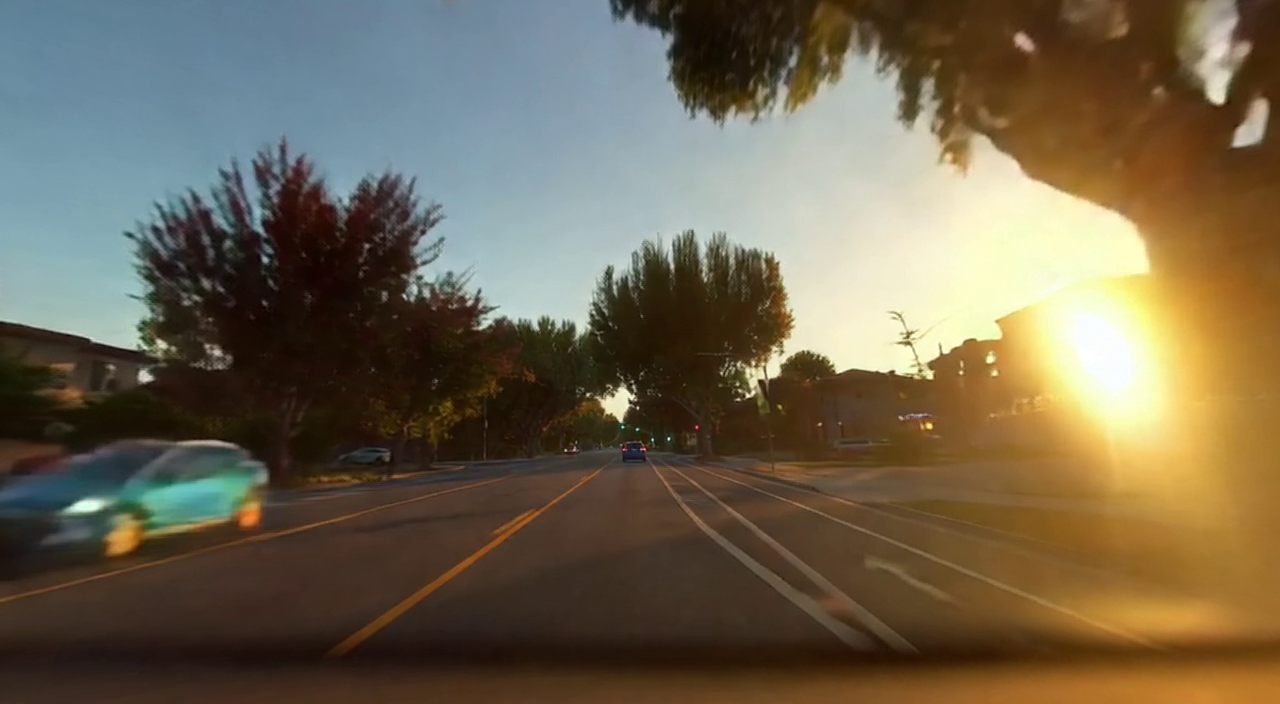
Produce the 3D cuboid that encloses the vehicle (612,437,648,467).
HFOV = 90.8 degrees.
[{"bbox_3d":[-0.683,6.510,41.421,2.230,1.827,4.298,0,-8,-1],"label":"vehicle"}]

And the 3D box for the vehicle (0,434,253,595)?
[{"bbox_3d":[-7.253,1.889,8.223,1.967,1.571,3.853,0,-8,0],"label":"vehicle"}]
